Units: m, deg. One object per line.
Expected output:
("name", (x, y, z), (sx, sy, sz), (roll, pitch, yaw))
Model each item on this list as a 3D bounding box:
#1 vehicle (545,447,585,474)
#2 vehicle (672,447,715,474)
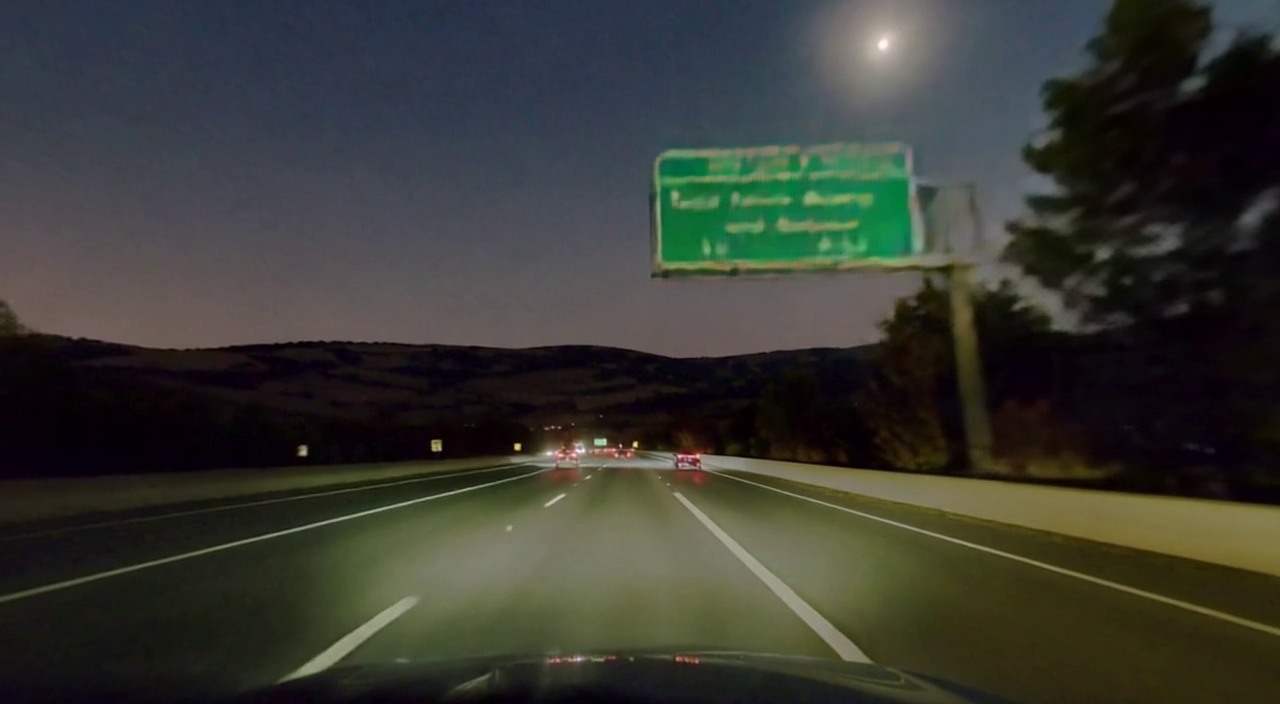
("vehicle", (-4.410, 6.424, 37.472), (1.955, 1.468, 3.637), (0, -9, 0))
("vehicle", (3.079, 6.377, 37.231), (2.019, 1.475, 4.301), (0, -9, -2))
